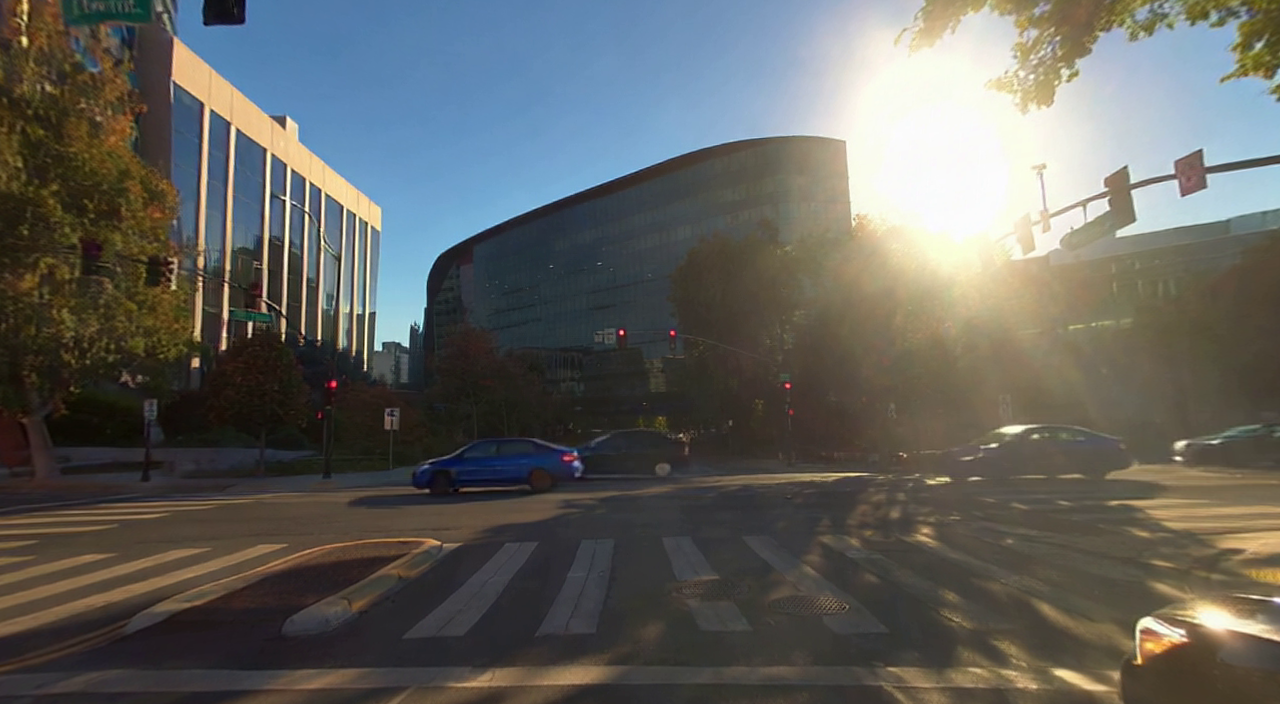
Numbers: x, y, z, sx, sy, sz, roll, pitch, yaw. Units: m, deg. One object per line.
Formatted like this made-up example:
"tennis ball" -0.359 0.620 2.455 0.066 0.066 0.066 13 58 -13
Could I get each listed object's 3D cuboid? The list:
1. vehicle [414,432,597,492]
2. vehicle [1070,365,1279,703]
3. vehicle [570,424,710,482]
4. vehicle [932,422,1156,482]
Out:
"vehicle" -3.459 2.925 16.814 4.464 1.472 1.867 0 -8 0
"vehicle" 2.890 0.675 0.831 1.947 1.576 3.825 0 -8 1
"vehicle" 0.006 3.279 20.535 4.363 1.757 1.926 0 -8 1
"vehicle" 10.738 2.685 16.957 4.723 1.484 1.883 0 -8 0
